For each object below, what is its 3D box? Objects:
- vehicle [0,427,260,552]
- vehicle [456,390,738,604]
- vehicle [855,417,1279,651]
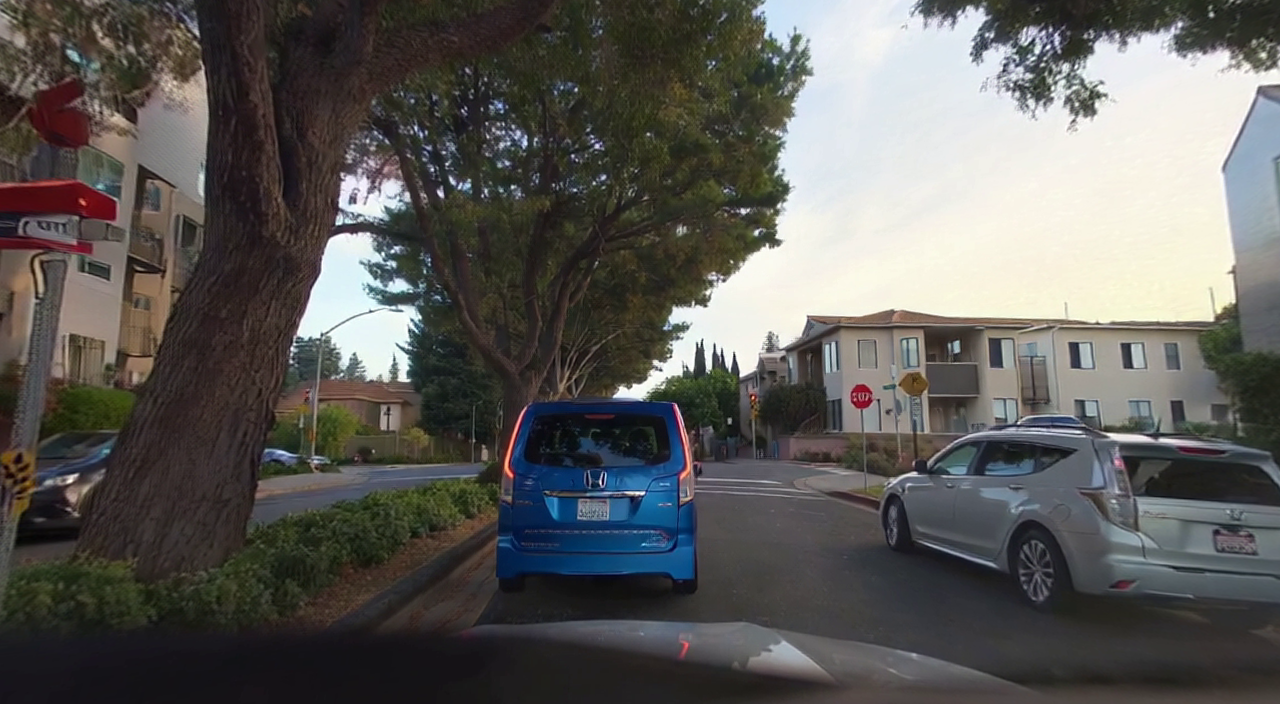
[{"bbox_3d":[-8.292,2.019,10.053,1.825,1.532,4.083,-3,-7,2],"label":"vehicle"},{"bbox_3d":[-0.370,1.569,7.720,2.377,1.787,4.652,0,-8,0],"label":"vehicle"},{"bbox_3d":[4.218,1.680,6.906,1.959,1.581,4.731,4,-9,-2],"label":"vehicle"}]
